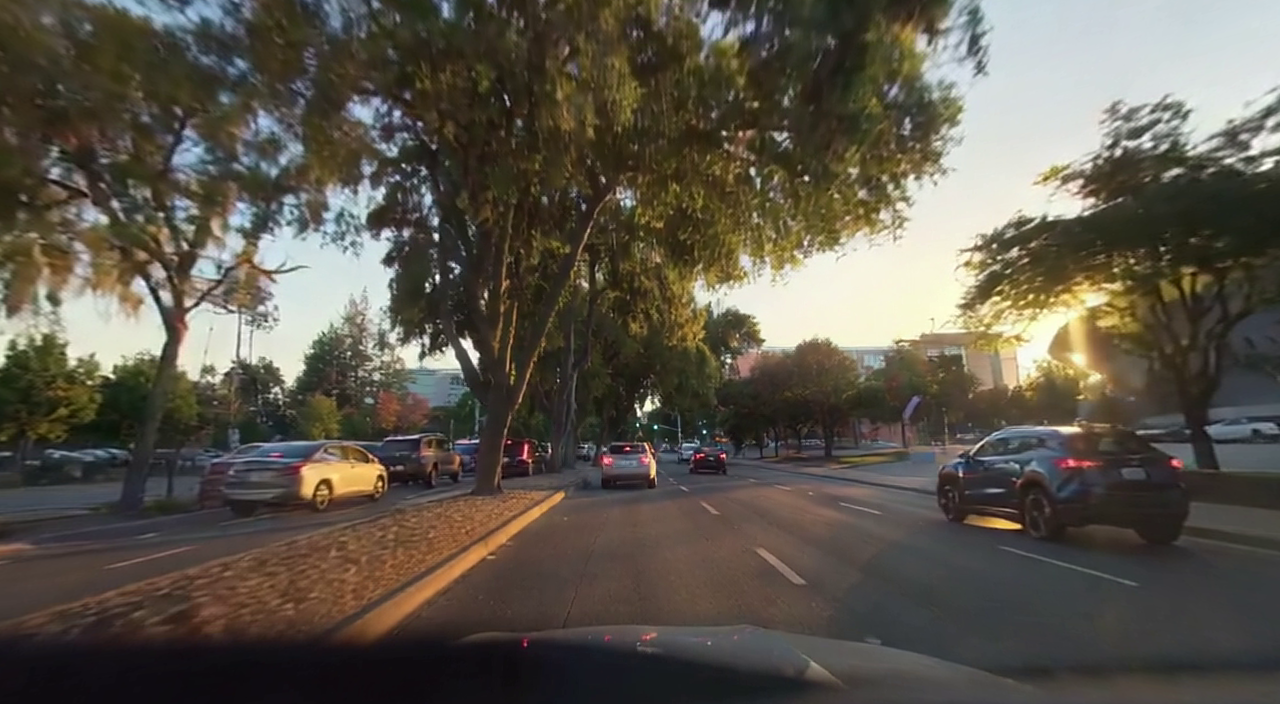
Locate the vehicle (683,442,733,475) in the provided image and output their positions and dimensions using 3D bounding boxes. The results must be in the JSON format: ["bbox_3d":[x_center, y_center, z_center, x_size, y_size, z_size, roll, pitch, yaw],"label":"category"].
[{"bbox_3d":[3.257,5.208,31.043,1.905,1.473,4.183,0,-9,-2],"label":"vehicle"}]

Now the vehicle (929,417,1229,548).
[{"bbox_3d":[6.670,2.009,10.334,1.889,1.681,4.120,0,-9,0],"label":"vehicle"}]

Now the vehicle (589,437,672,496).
[{"bbox_3d":[-0.259,3.281,18.477,2.161,1.501,4.184,0,-9,0],"label":"vehicle"}]

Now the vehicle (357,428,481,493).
[{"bbox_3d":[-6.787,3.415,20.225,1.864,1.737,5.689,-1,-9,1],"label":"vehicle"}]

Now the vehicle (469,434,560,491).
[{"bbox_3d":[-3.870,3.499,20.328,2.009,1.619,4.376,0,-9,1],"label":"vehicle"}]

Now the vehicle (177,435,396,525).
[{"bbox_3d":[-6.858,2.510,13.001,1.877,1.493,4.624,0,-9,-1],"label":"vehicle"}]
